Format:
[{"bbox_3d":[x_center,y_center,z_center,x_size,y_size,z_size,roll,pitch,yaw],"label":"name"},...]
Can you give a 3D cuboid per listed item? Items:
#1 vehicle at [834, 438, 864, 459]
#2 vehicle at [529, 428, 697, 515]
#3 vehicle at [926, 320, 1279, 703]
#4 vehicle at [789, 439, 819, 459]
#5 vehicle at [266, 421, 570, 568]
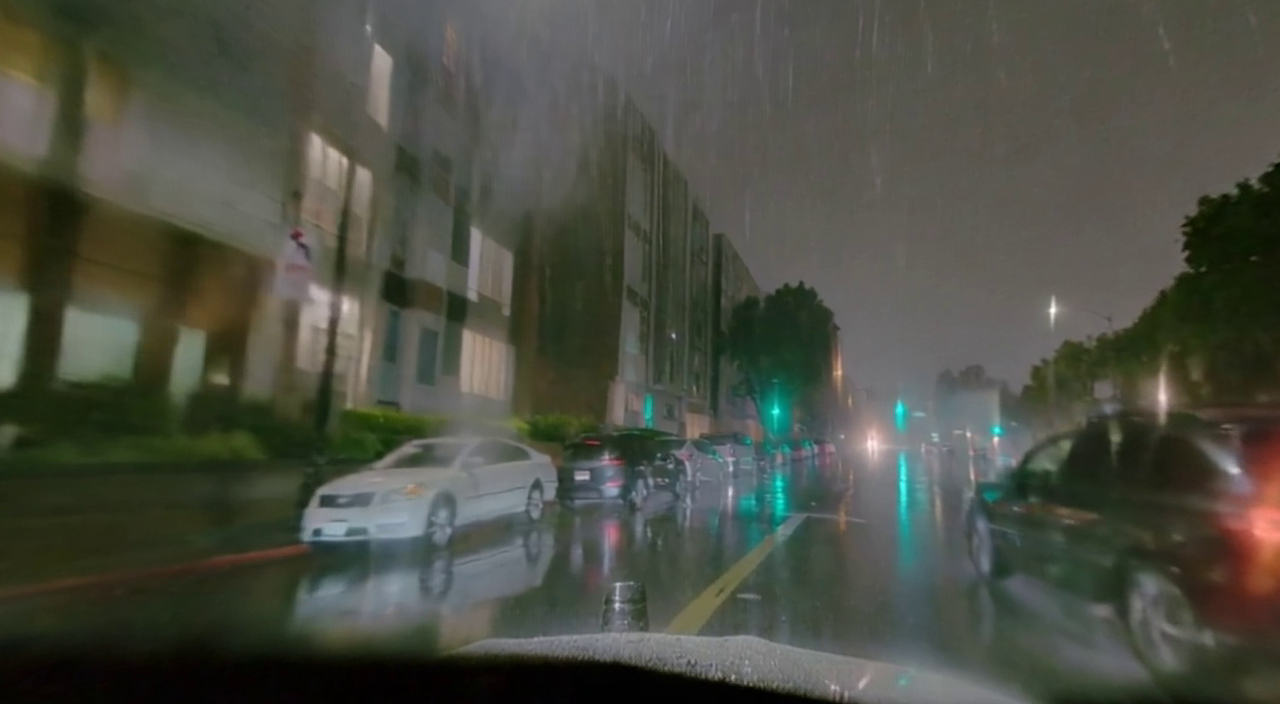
[{"bbox_3d":[15.760,7.228,47.341,1.852,1.465,4.092,-3,-9,21],"label":"vehicle"},{"bbox_3d":[-0.386,2.689,14.791,2.179,1.658,4.765,-3,-9,21],"label":"vehicle"},{"bbox_3d":[4.414,1.040,4.563,2.411,1.899,5.993,-1,-8,6],"label":"vehicle"},{"bbox_3d":[12.766,7.510,48.844,1.842,1.497,4.238,-3,-9,20],"label":"vehicle"},{"bbox_3d":[-2.905,1.939,9.454,1.922,1.628,4.291,-3,-9,20],"label":"vehicle"}]
